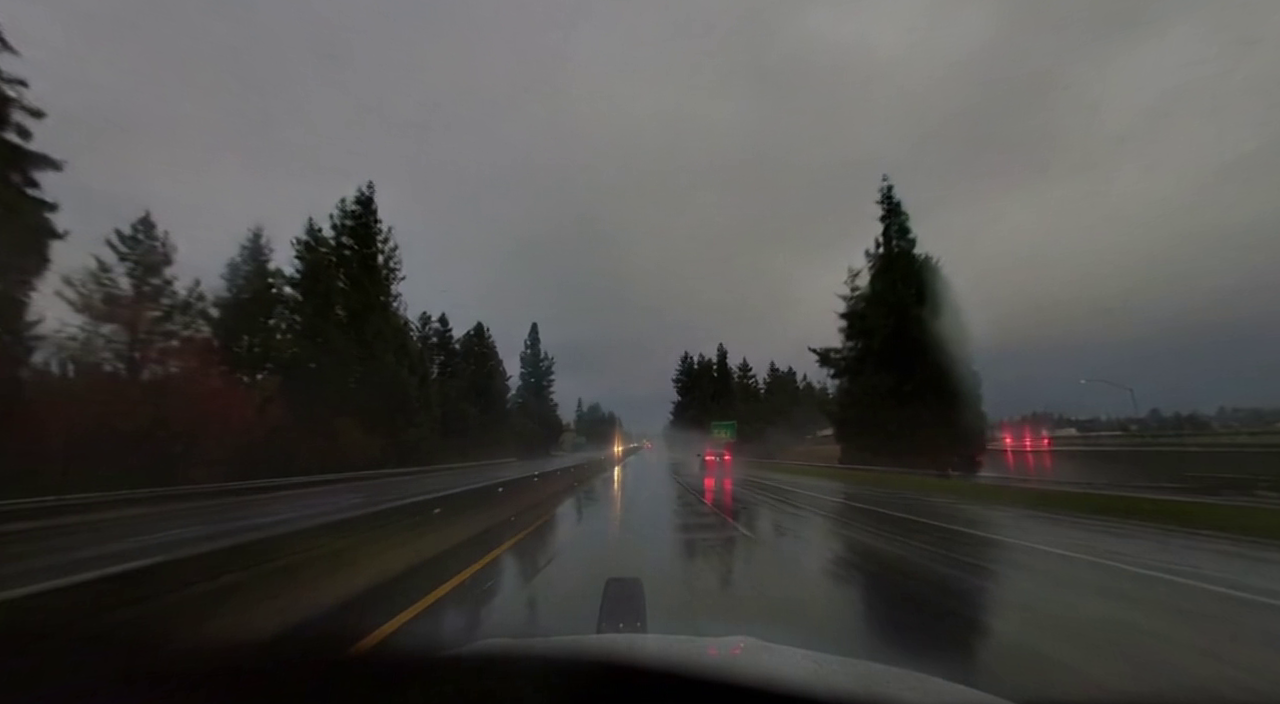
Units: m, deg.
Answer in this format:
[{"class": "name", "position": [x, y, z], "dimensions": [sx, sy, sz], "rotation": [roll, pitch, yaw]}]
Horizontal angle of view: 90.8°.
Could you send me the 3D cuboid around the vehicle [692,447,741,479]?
[{"class": "vehicle", "position": [4.028, 5.906, 33.866], "dimensions": [2.013, 1.584, 3.995], "rotation": [0, -9, -1]}]
